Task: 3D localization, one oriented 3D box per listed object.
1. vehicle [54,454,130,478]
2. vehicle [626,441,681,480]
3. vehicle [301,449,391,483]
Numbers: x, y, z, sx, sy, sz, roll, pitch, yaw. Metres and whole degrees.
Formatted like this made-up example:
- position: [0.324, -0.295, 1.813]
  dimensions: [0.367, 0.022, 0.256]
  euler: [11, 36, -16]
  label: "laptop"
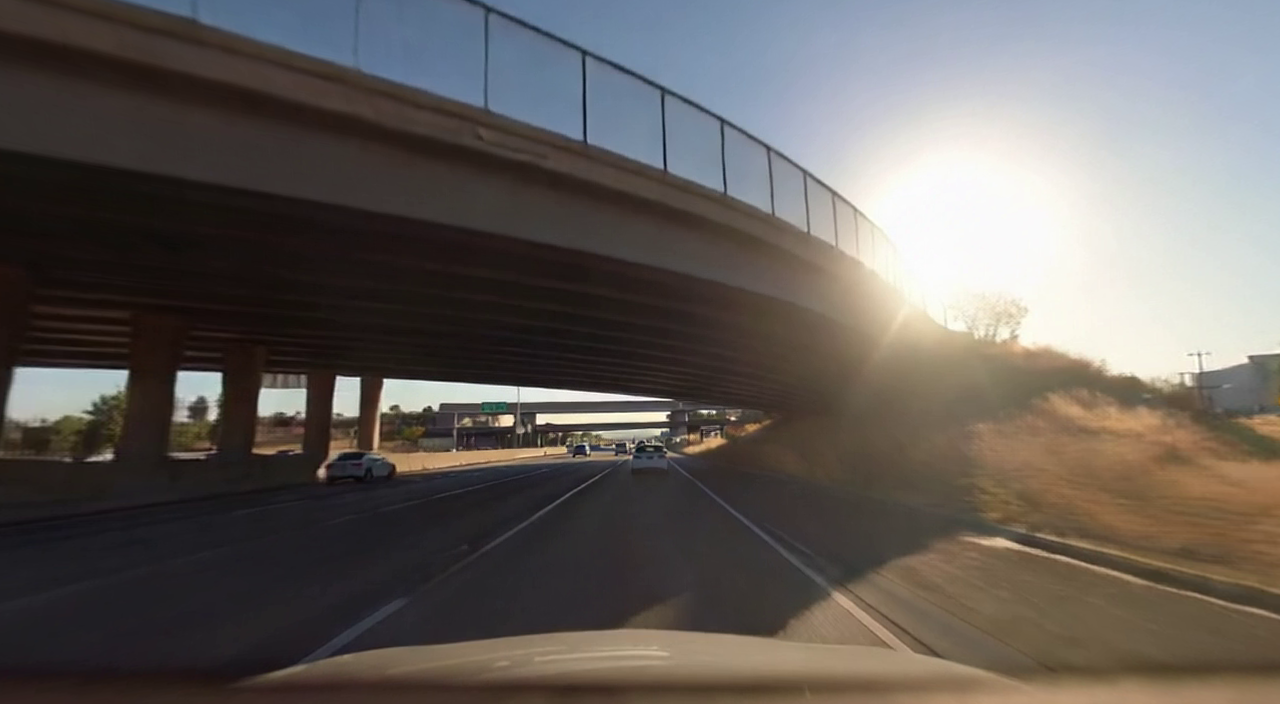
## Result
- position: [-35.646, 7.406, 41.133]
  dimensions: [1.621, 1.437, 3.645]
  euler: [-1, -9, 1]
  label: "vehicle"
- position: [0.524, 4.621, 27.038]
  dimensions: [2.145, 1.493, 4.146]
  euler: [0, -9, 0]
  label: "vehicle"
- position: [-14.216, 5.500, 30.830]
  dimensions: [1.960, 1.505, 4.854]
  euler: [-1, -9, 1]
  label: "vehicle"
